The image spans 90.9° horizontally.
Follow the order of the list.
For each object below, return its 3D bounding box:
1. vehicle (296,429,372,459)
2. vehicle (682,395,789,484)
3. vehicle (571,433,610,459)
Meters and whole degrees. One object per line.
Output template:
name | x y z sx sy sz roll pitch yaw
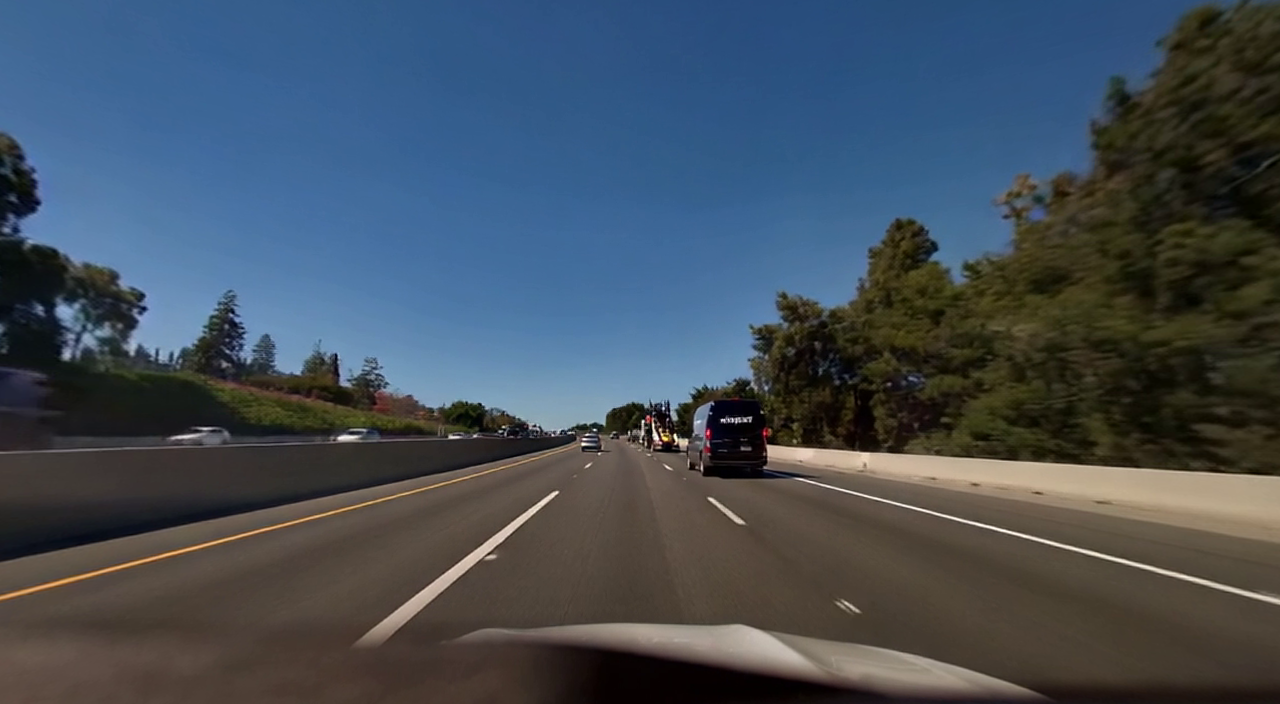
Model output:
vehicle | -16.455 4.942 34.141 1.893 1.494 4.905 1 -8 -3
vehicle | 2.932 2.906 21.011 2.386 2.509 5.880 0 -8 -2
vehicle | -3.002 5.822 39.160 2.217 1.502 4.222 0 -8 -1
